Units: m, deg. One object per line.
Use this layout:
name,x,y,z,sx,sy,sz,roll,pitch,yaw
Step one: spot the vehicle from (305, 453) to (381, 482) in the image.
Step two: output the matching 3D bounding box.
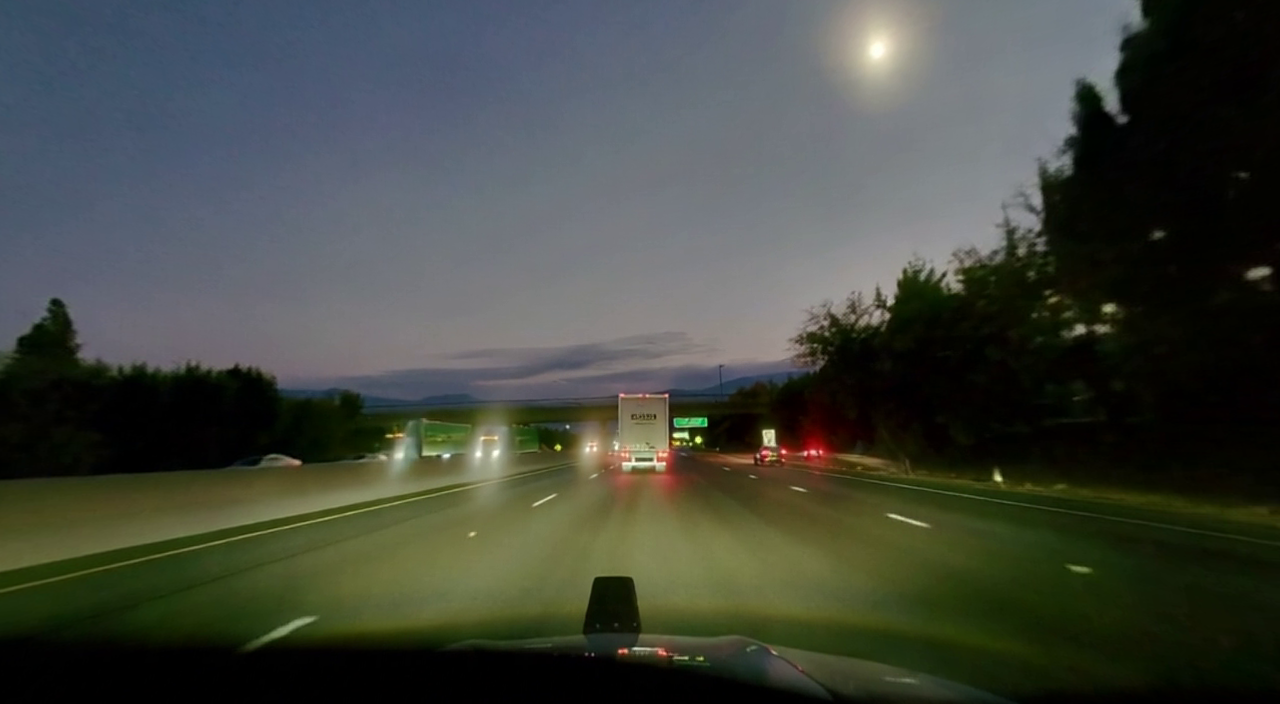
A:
vehicle,-16.370,6.353,34.944,1.852,1.430,4.631,-1,-9,2

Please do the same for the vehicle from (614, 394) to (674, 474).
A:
vehicle,0.235,5.127,38.422,3.025,4.002,12.709,0,-9,0

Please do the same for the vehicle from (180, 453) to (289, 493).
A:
vehicle,-15.755,4.685,24.678,1.722,1.411,3.752,-1,-9,1
